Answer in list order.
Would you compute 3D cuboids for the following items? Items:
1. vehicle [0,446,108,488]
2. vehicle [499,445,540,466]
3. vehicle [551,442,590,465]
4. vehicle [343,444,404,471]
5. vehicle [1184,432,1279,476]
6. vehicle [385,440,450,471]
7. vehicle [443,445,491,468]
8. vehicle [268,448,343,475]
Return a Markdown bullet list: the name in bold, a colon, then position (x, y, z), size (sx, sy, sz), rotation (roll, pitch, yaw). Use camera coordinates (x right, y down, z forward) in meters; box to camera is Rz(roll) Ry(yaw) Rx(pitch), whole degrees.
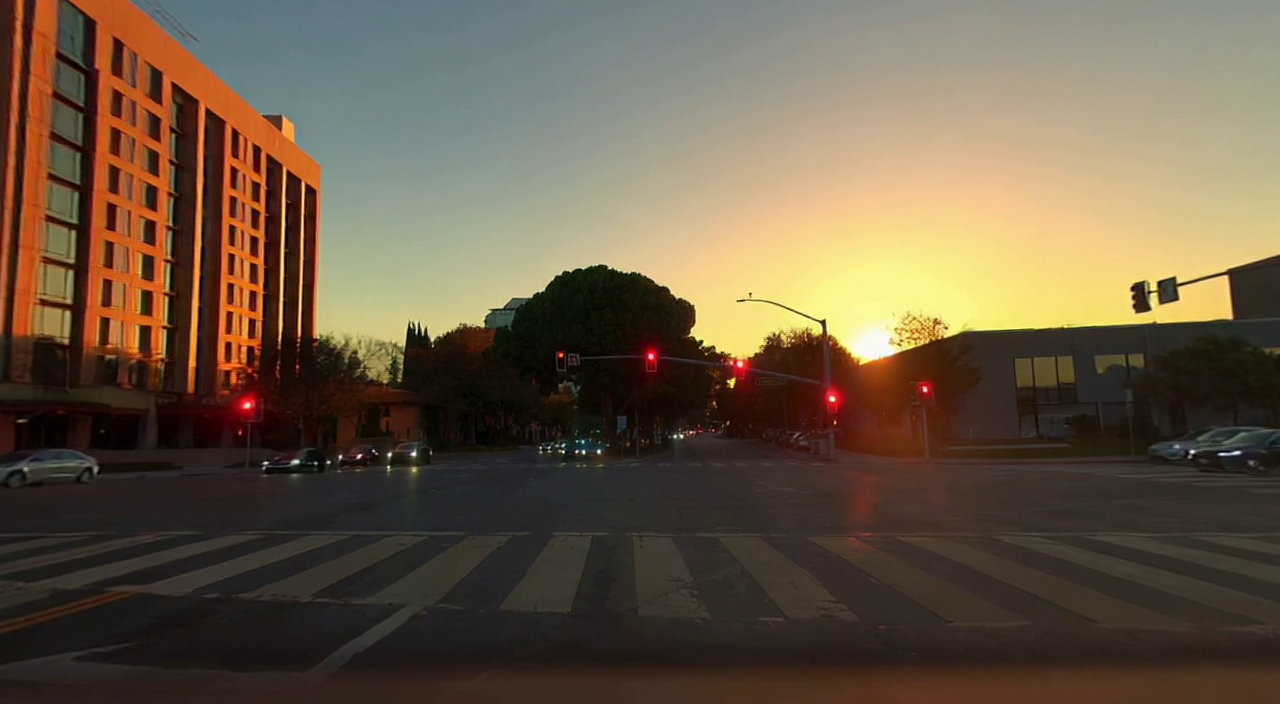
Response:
- **vehicle**: position (-28.686, 5.423, 29.965), size (4.884, 1.839, 2.032), rotation (7, -12, -42)
- **vehicle**: position (-8.097, 7.004, 42.605), size (1.910, 1.321, 3.692), rotation (0, -9, 1)
- **vehicle**: position (-4.533, 6.724, 41.675), size (1.954, 1.431, 4.050), rotation (0, -9, 2)
- **vehicle**: position (-18.554, 7.343, 44.000), size (2.237, 1.801, 4.541), rotation (0, -9, 0)
- **vehicle**: position (22.317, 3.583, 22.237), size (4.474, 1.477, 1.908), rotation (0, -9, -3)
- **vehicle**: position (-15.138, 7.041, 43.151), size (2.340, 1.946, 5.450), rotation (0, -9, 2)
- **vehicle**: position (-11.640, 7.070, 42.691), size (1.911, 1.476, 4.297), rotation (-1, -9, 2)
- **vehicle**: position (-21.834, 7.148, 41.303), size (1.929, 1.619, 4.577), rotation (-1, -9, 8)
